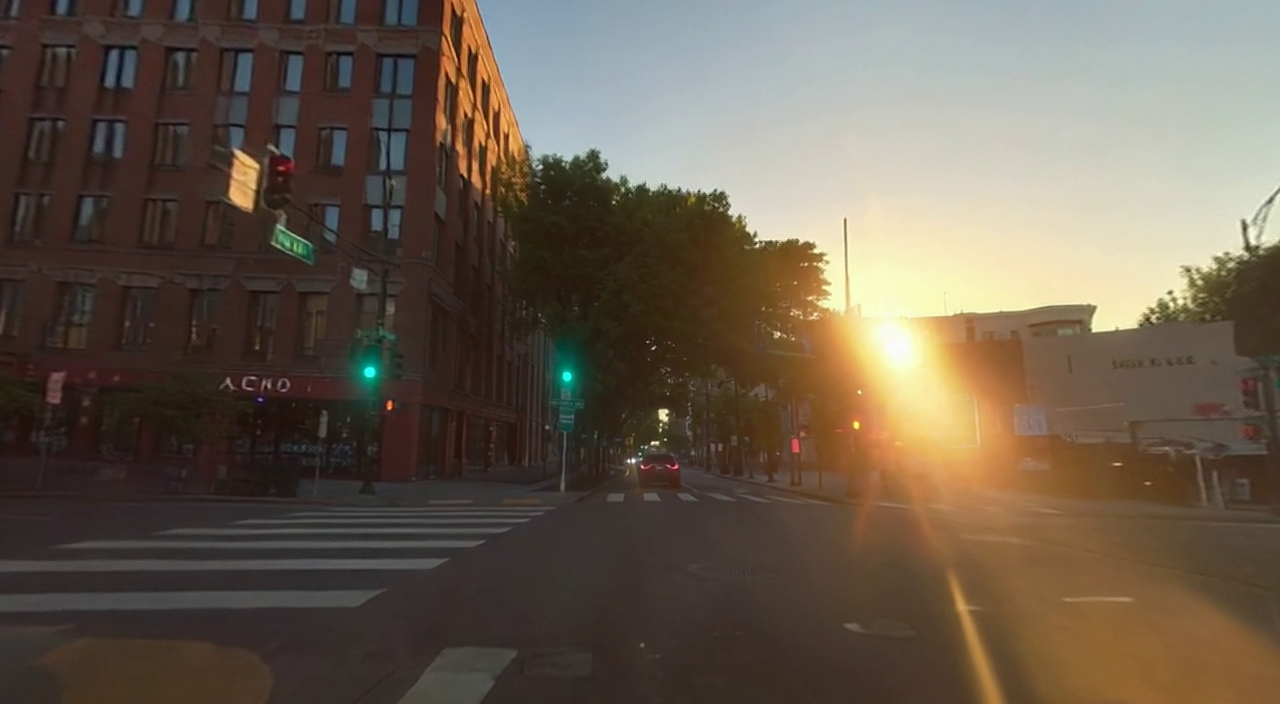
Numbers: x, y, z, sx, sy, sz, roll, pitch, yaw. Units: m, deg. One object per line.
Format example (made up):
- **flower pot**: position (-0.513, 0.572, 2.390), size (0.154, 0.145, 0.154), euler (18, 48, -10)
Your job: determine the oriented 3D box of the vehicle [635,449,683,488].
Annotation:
- **vehicle**: position (0.835, 5.318, 29.041), size (2.079, 1.621, 3.861), euler (0, -8, 0)
